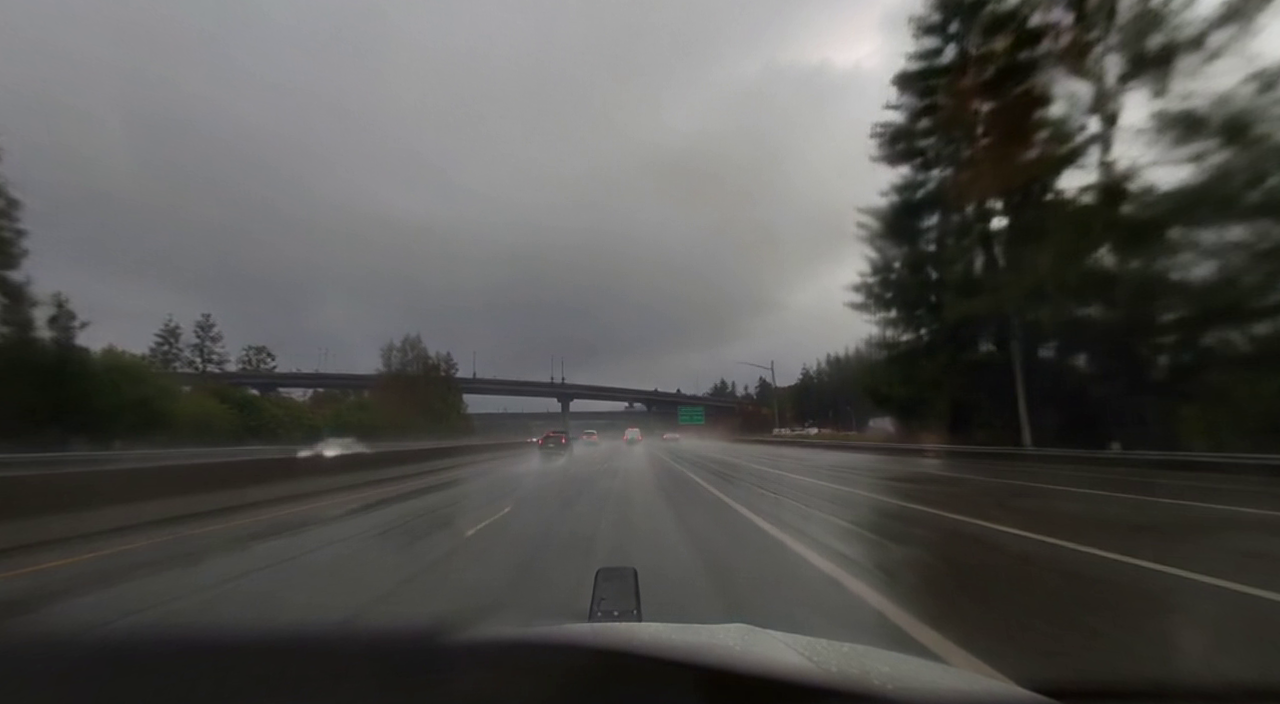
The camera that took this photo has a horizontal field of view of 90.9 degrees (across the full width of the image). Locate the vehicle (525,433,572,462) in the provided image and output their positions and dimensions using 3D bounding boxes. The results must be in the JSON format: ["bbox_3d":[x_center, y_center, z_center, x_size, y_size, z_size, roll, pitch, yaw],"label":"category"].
[{"bbox_3d":[-4.887,5.138,34.173,1.933,1.473,4.023,0,-8,-1],"label":"vehicle"}]

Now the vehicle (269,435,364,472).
[{"bbox_3d":[-13.677,4.282,26.963,1.784,1.443,4.402,0,-8,0],"label":"vehicle"}]
